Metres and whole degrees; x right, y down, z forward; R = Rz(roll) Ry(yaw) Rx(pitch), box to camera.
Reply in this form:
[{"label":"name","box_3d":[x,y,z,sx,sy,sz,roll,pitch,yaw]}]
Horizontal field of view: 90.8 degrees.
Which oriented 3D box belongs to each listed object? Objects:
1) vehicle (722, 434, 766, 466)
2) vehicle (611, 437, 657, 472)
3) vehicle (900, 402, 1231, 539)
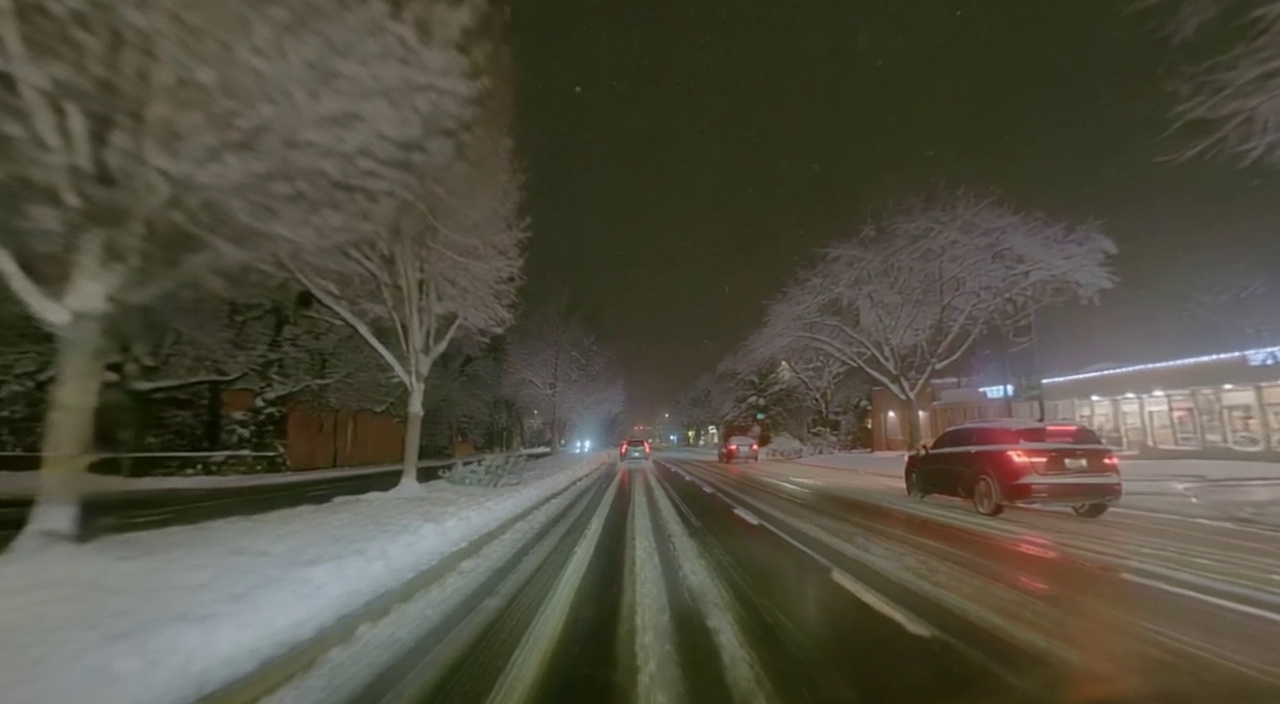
[{"label":"vehicle","box_3d":[6.496,6.193,40.035,1.955,1.845,4.538,0,-8,-1]},{"label":"vehicle","box_3d":[-0.291,4.909,30.502,2.037,1.568,3.693,0,-8,-1]},{"label":"vehicle","box_3d":[7.206,2.087,11.839,2.240,1.923,5.678,0,-8,0]}]
